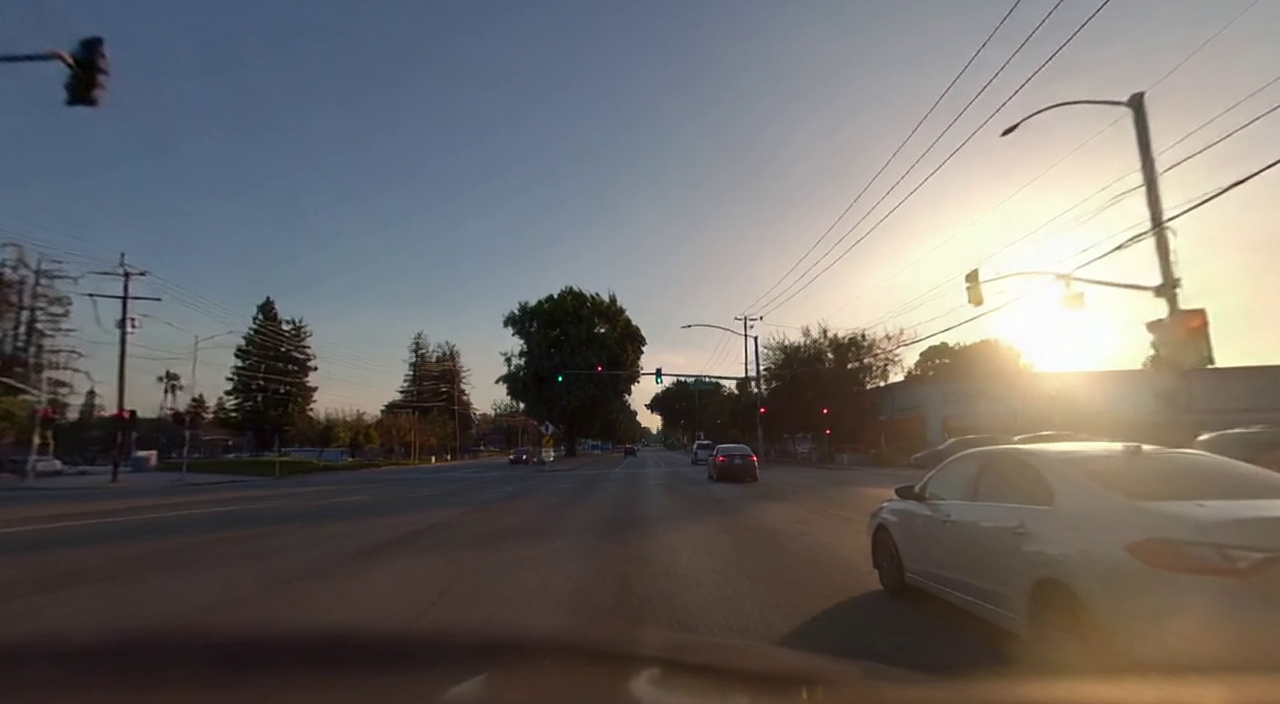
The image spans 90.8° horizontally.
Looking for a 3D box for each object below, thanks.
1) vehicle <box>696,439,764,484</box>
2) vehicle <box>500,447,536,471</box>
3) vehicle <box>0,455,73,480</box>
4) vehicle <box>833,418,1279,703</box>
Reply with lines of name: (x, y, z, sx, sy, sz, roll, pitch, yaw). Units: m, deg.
vehicle: (3.630, 4.520, 26.306, 2.128, 1.699, 4.222, 0, -9, -1)
vehicle: (-8.979, 7.889, 46.790, 1.816, 1.478, 4.404, -2, -7, -1)
vehicle: (-40.379, 7.593, 41.849, 1.786, 1.479, 4.347, 1, -9, -5)
vehicle: (3.227, 1.350, 4.930, 2.004, 1.455, 4.417, 0, -9, 0)
